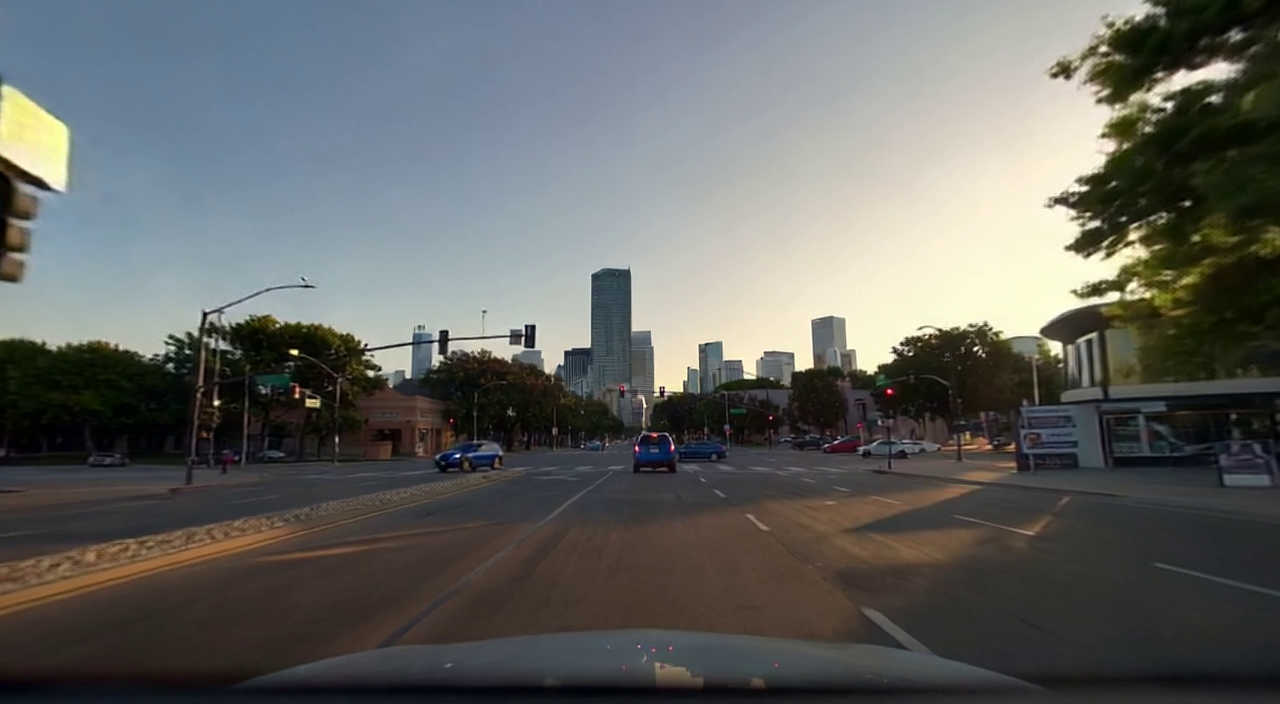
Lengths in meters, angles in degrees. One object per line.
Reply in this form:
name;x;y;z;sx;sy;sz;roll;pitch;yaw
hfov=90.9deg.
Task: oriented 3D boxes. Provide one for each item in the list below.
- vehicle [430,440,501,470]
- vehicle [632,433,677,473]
vehicle;-10.415;6.200;38.077;1.954;1.673;4.460;-3;-9;18
vehicle;0.673;4.782;30.006;1.994;1.759;4.186;0;-8;1
